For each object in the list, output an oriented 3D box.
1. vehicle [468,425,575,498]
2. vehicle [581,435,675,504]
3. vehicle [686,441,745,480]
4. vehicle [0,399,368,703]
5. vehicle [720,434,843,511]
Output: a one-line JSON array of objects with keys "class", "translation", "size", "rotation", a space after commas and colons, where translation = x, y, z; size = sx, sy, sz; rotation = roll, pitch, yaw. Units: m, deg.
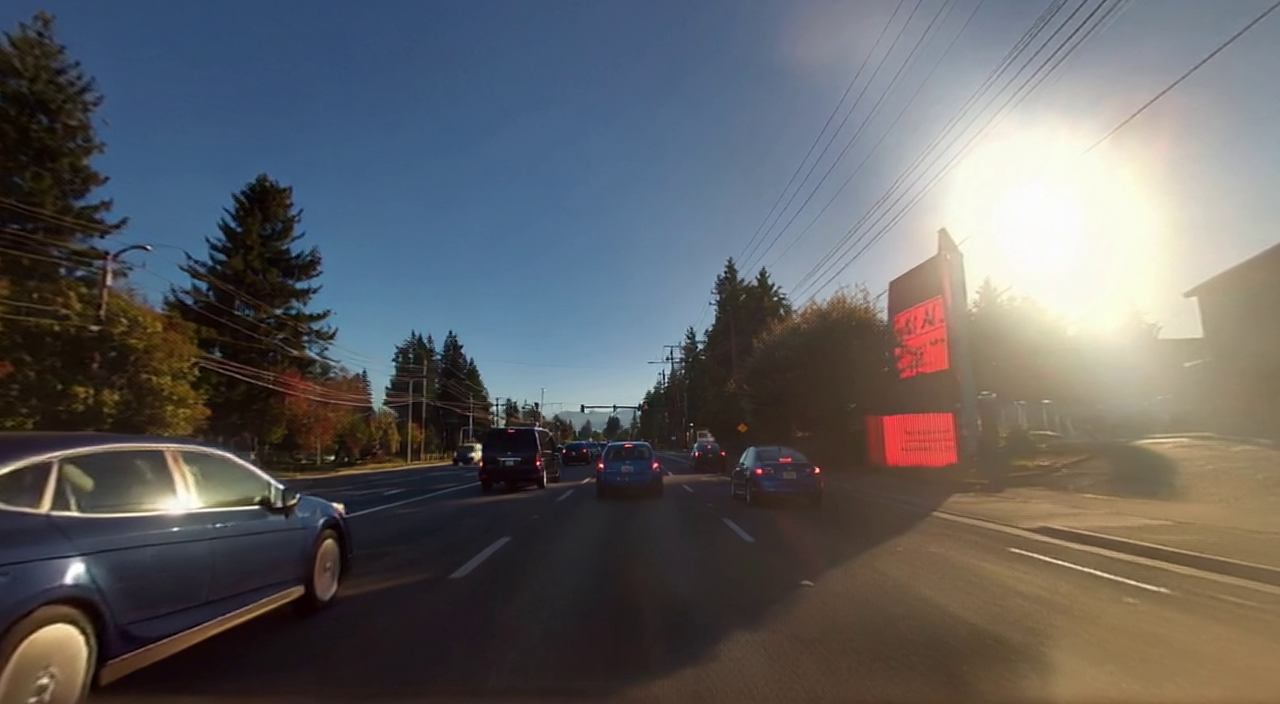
[{"class": "vehicle", "translation": [-3.262, 3.140, 18.459], "size": [2.092, 1.839, 4.736], "rotation": [0, -9, 1]}, {"class": "vehicle", "translation": [-0.267, 2.910, 16.008], "size": [2.097, 1.511, 3.809], "rotation": [0, -9, 0]}, {"class": "vehicle", "translation": [3.102, 4.553, 26.782], "size": [1.878, 1.479, 4.461], "rotation": [0, -9, -1]}, {"class": "vehicle", "translation": [-3.310, 1.017, 3.039], "size": [2.004, 1.454, 4.349], "rotation": [0, -9, 1]}, {"class": "vehicle", "translation": [3.058, 2.681, 14.482], "size": [1.880, 1.521, 3.724], "rotation": [0, -9, -1]}]
